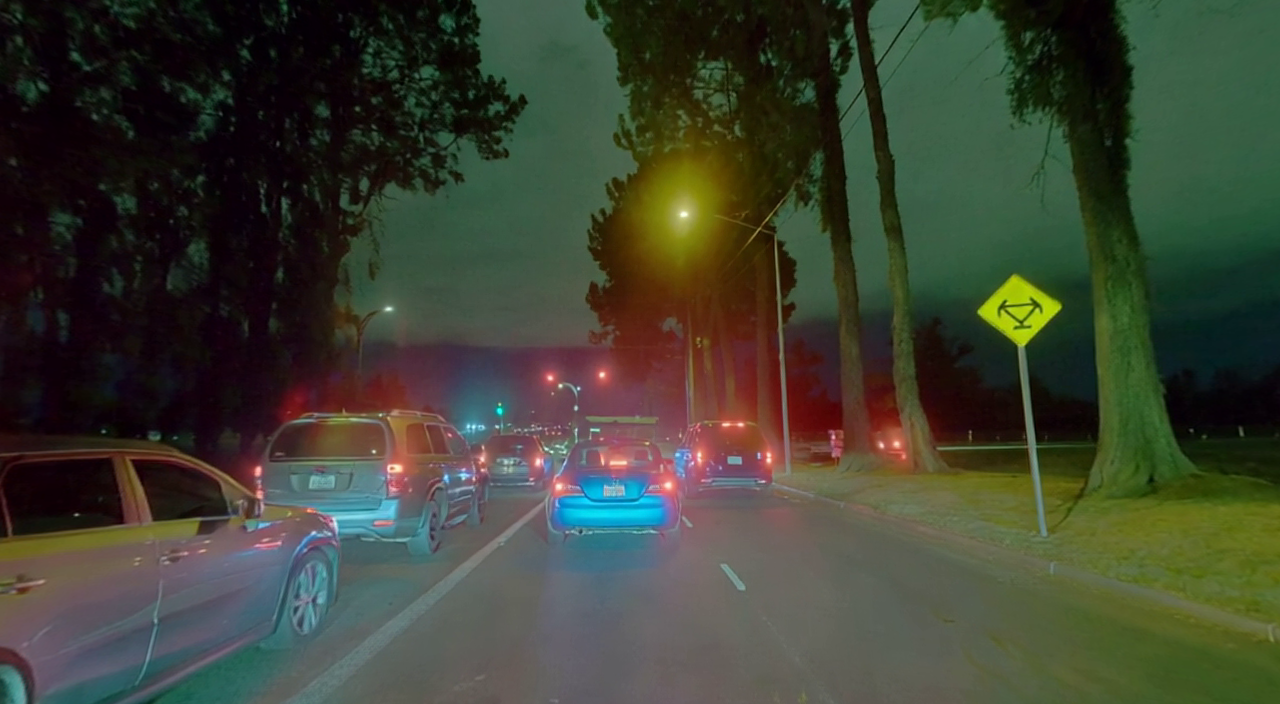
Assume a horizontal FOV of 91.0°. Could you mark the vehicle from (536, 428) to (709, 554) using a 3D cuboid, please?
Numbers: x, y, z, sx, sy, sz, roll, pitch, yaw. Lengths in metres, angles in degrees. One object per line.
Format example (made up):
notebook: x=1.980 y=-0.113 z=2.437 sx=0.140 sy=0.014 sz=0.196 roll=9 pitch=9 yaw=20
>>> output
vehicle: x=-0.255 y=1.920 z=9.349 sx=2.025 sy=1.453 sz=3.848 roll=0 pitch=-8 yaw=-2

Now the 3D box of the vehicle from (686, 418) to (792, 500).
vehicle: x=2.451 y=2.811 z=16.867 sx=2.059 sy=1.864 sz=4.541 roll=0 pitch=-8 yaw=-1

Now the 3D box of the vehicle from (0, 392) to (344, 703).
vehicle: x=-2.919 y=0.832 z=1.628 sx=1.974 sy=1.484 sz=4.716 roll=0 pitch=-8 yaw=0

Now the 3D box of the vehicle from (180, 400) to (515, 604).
vehicle: x=-2.894 y=1.575 z=7.454 sx=1.964 sy=1.712 sz=4.097 roll=0 pitch=-8 yaw=0

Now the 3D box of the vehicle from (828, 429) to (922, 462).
vehicle: x=11.380 y=4.556 z=30.695 sx=3.883 sy=1.534 sz=1.779 roll=0 pitch=-8 yaw=2
